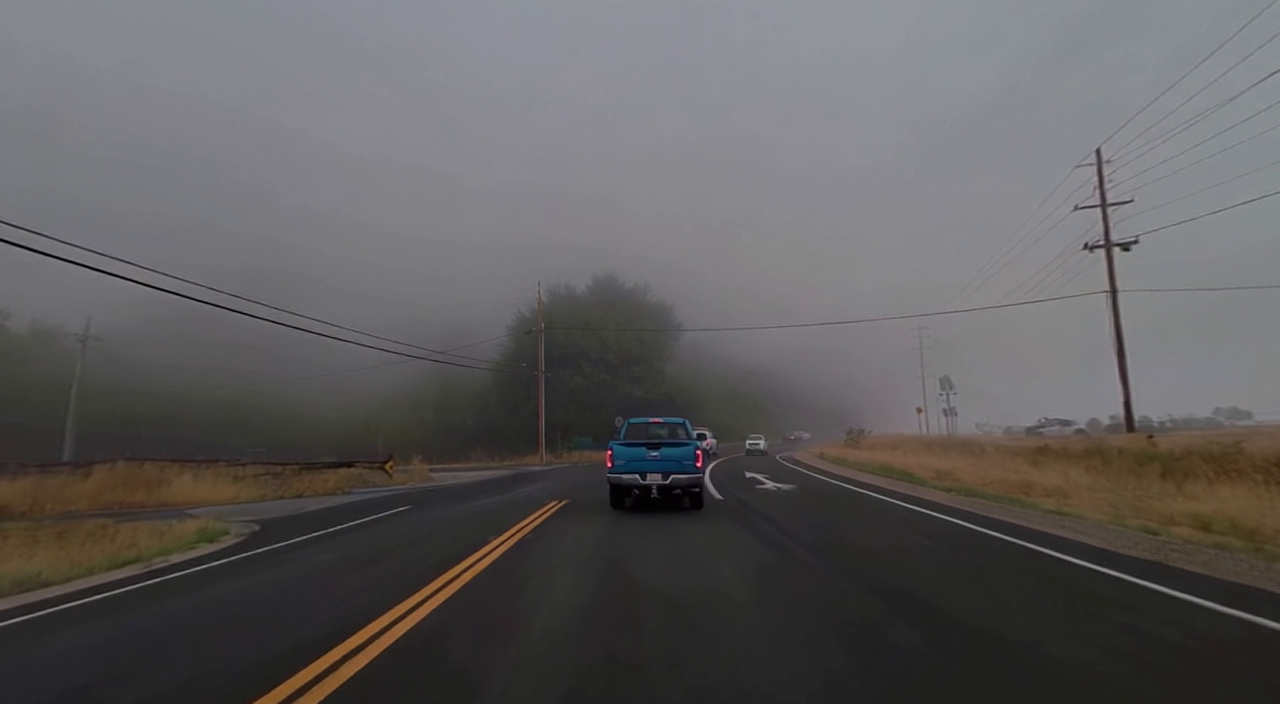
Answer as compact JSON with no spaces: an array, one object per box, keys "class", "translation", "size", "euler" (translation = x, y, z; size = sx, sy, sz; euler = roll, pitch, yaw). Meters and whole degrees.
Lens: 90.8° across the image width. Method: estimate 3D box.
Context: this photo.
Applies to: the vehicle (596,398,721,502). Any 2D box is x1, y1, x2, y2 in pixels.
[{"class":"vehicle","translation":[0.539,2.569,16.735],"size":[2.693,2.223,5.885],"euler":[-1,-8,3]}]
